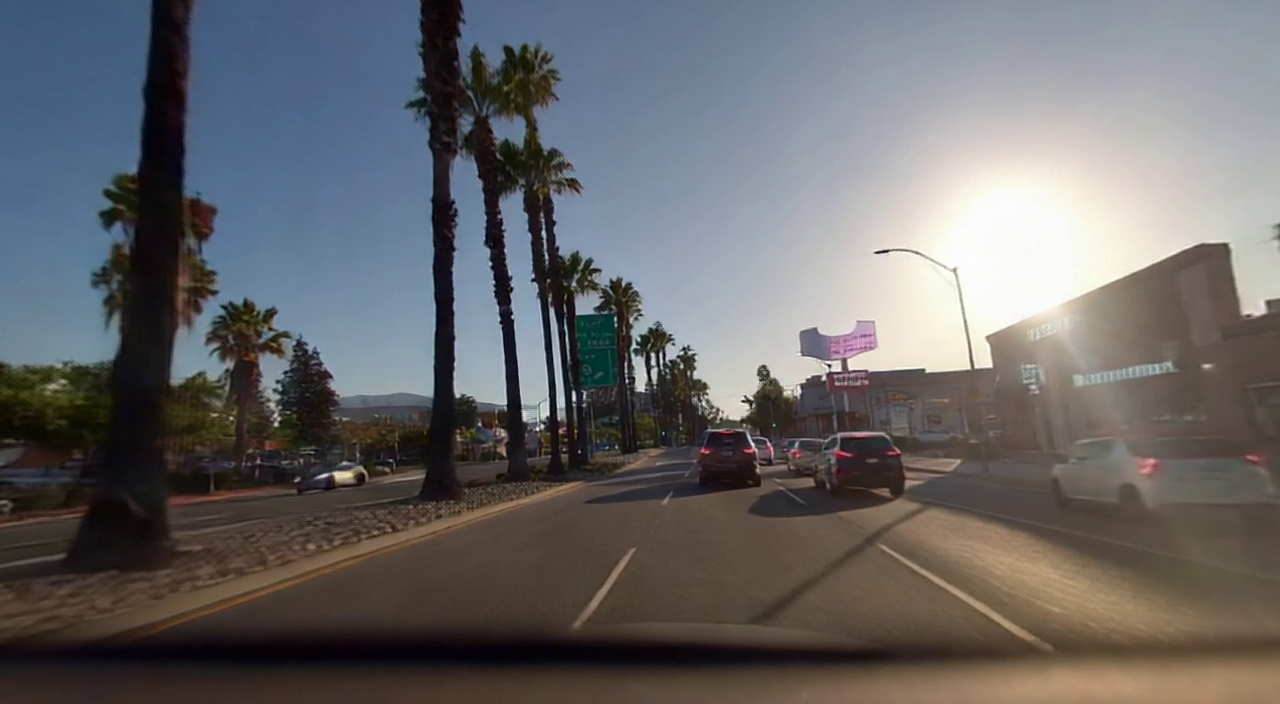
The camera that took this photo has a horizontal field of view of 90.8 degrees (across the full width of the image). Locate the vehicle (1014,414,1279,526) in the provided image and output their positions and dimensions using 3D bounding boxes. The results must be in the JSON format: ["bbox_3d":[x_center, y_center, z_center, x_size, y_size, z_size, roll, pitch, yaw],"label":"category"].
[{"bbox_3d":[9.298,2.136,11.880,1.881,1.658,4.595,-1,-9,3],"label":"vehicle"}]

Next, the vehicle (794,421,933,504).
[{"bbox_3d":[5.427,2.761,16.068,2.187,1.777,4.444,-1,-9,4],"label":"vehicle"}]

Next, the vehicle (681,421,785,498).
[{"bbox_3d":[2.423,2.953,17.590,2.428,1.816,4.959,-1,-9,5],"label":"vehicle"}]

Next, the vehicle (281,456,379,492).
[{"bbox_3d":[-14.266,5.628,29.416,1.857,1.446,4.615,-3,-9,6],"label":"vehicle"}]
